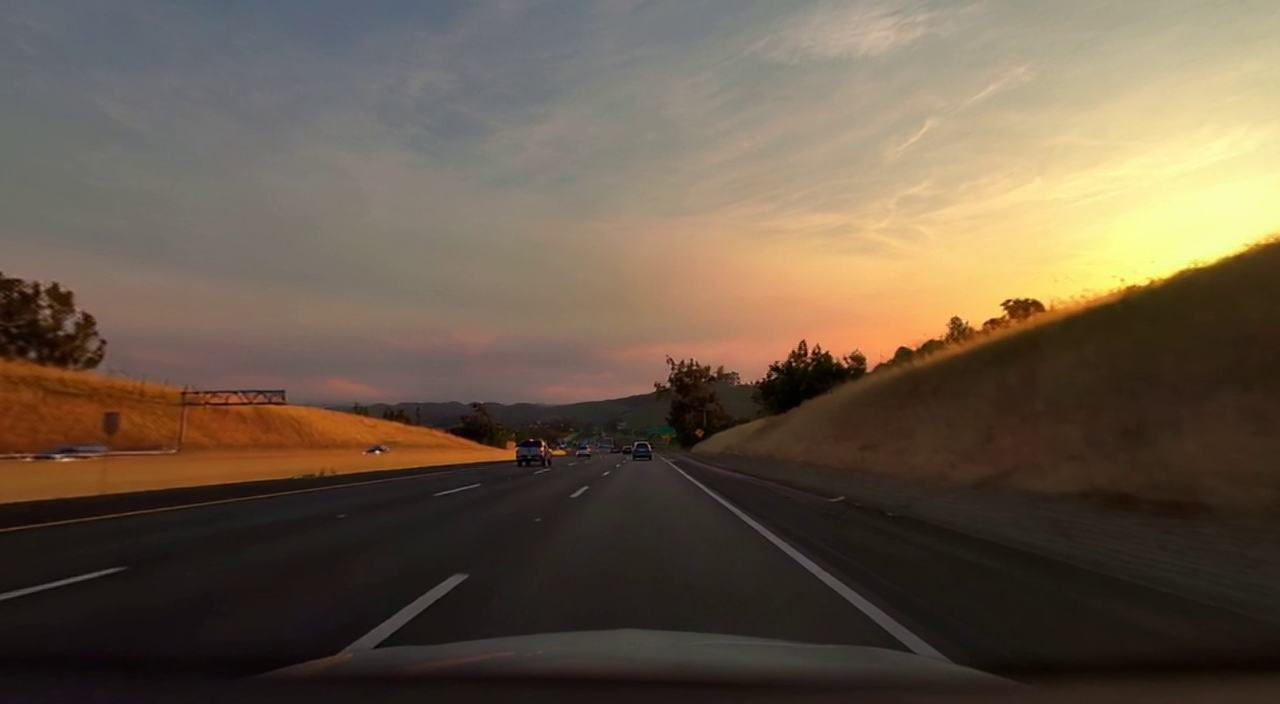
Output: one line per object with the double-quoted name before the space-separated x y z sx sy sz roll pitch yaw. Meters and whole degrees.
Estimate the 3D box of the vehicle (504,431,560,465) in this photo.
"vehicle" -6.613 5.976 39.237 2.438 1.967 5.596 0 -8 0

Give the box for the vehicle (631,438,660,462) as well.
"vehicle" 0.378 7.445 47.735 2.141 1.706 4.065 0 -8 -1

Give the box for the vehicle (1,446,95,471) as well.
"vehicle" -39.616 7.107 42.316 1.846 1.564 4.400 0 -8 4
